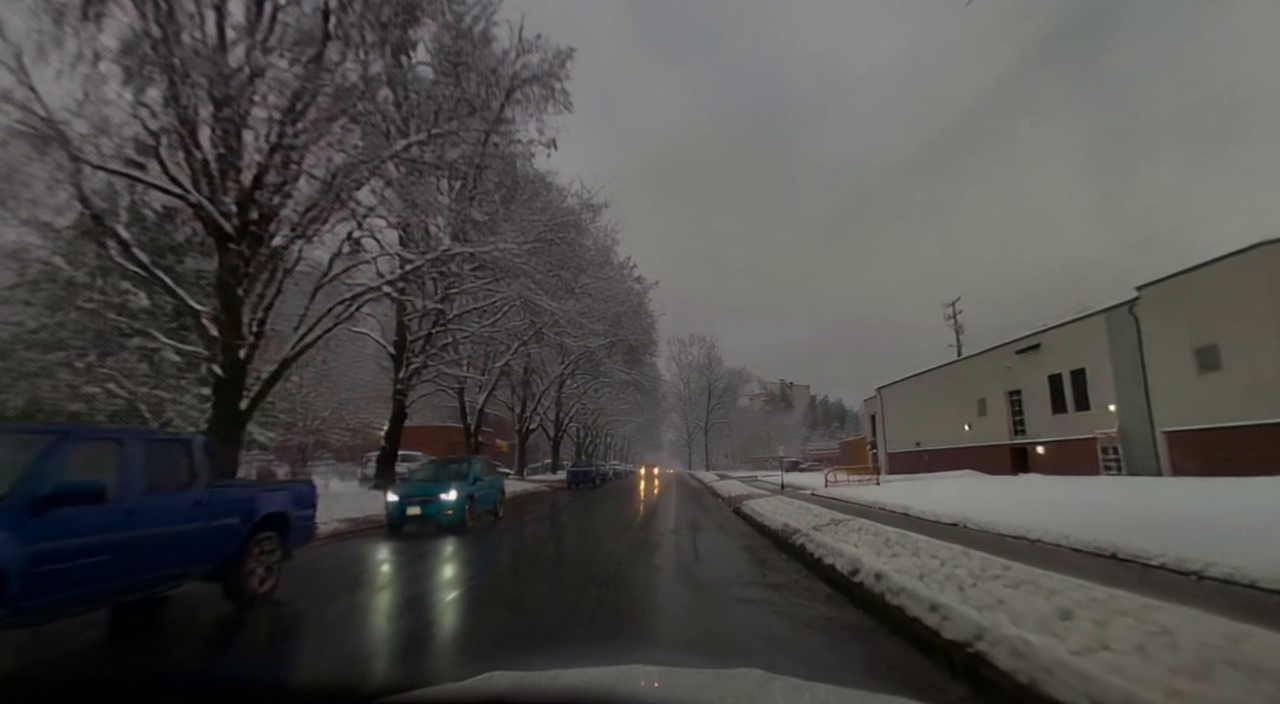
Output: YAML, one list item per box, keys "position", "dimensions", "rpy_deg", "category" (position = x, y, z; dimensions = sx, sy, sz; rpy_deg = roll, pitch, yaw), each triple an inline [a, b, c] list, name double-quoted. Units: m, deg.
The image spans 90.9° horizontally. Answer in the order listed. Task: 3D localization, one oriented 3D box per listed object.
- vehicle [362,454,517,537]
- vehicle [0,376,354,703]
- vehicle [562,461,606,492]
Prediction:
- position: [-4.247, 3.103, 14.126]
  dimensions: [1.903, 1.542, 4.115]
  rpy_deg: [-1, -10, 3]
  category: "vehicle"
- position: [-4.469, 1.314, 5.061]
  dimensions: [2.022, 1.776, 4.625]
  rpy_deg: [-1, -10, 2]
  category: "vehicle"
- position: [-3.068, 6.914, 35.316]
  dimensions: [2.011, 1.596, 3.760]
  rpy_deg: [-1, -10, 1]
  category: "vehicle"
